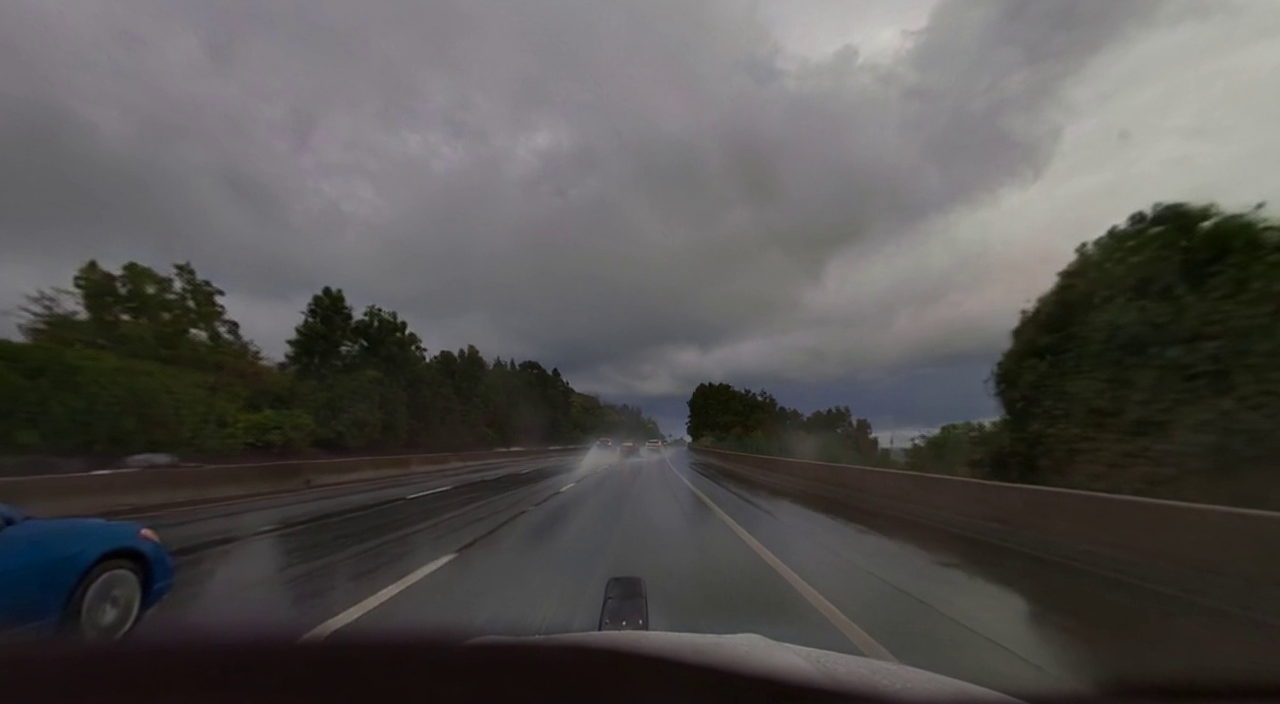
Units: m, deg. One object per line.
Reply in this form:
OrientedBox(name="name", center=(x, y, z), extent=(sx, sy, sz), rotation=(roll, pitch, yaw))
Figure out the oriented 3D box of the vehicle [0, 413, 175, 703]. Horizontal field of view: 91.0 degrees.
OrientedBox(name="vehicle", center=(-4.125, 0.864, 1.876), extent=(1.996, 1.454, 4.495), rotation=(-1, -8, 1))
